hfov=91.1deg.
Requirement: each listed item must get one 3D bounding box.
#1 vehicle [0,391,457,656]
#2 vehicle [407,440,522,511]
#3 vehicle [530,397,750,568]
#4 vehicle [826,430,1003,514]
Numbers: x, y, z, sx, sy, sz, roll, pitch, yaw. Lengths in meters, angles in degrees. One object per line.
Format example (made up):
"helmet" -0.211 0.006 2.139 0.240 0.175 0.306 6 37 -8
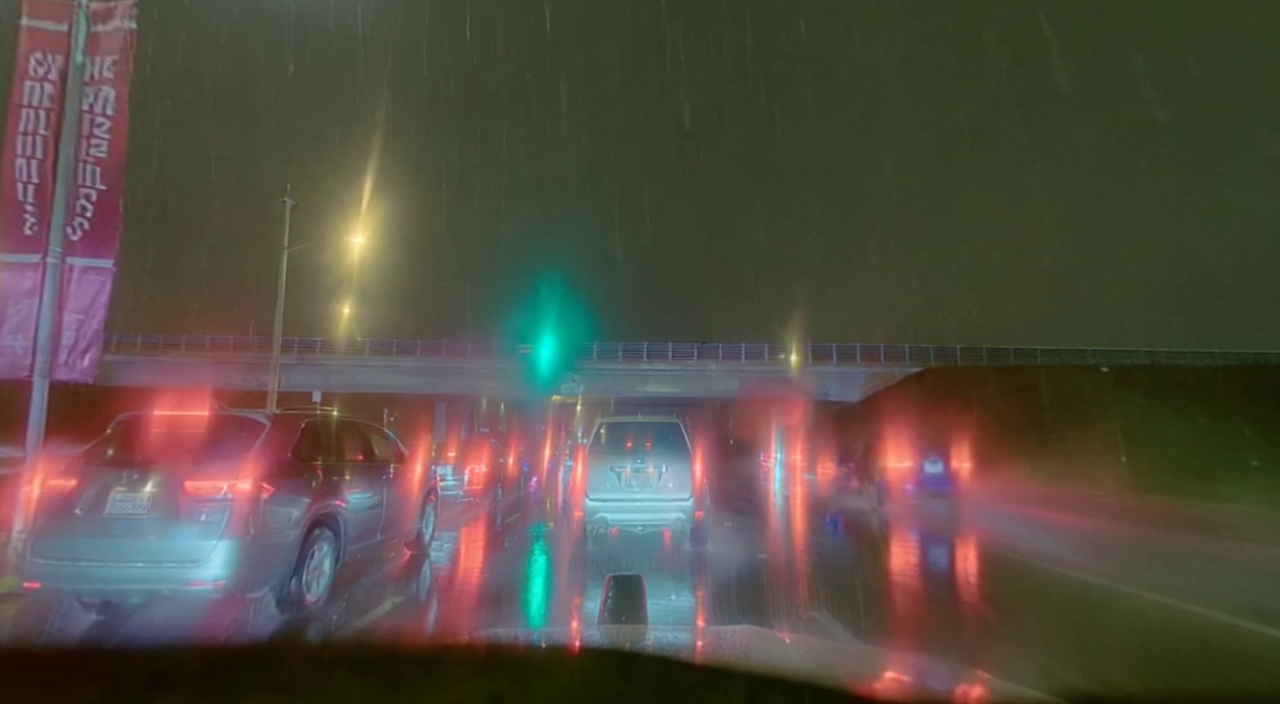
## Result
"vehicle" -3.499 1.433 6.285 2.039 1.709 4.265 0 -9 0
"vehicle" -4.148 2.946 15.431 1.797 1.505 3.506 0 -9 0
"vehicle" -0.077 1.763 9.214 2.409 1.864 4.471 0 -9 -2
"vehicle" 6.445 2.870 15.523 2.191 1.730 4.658 0 -9 -1
